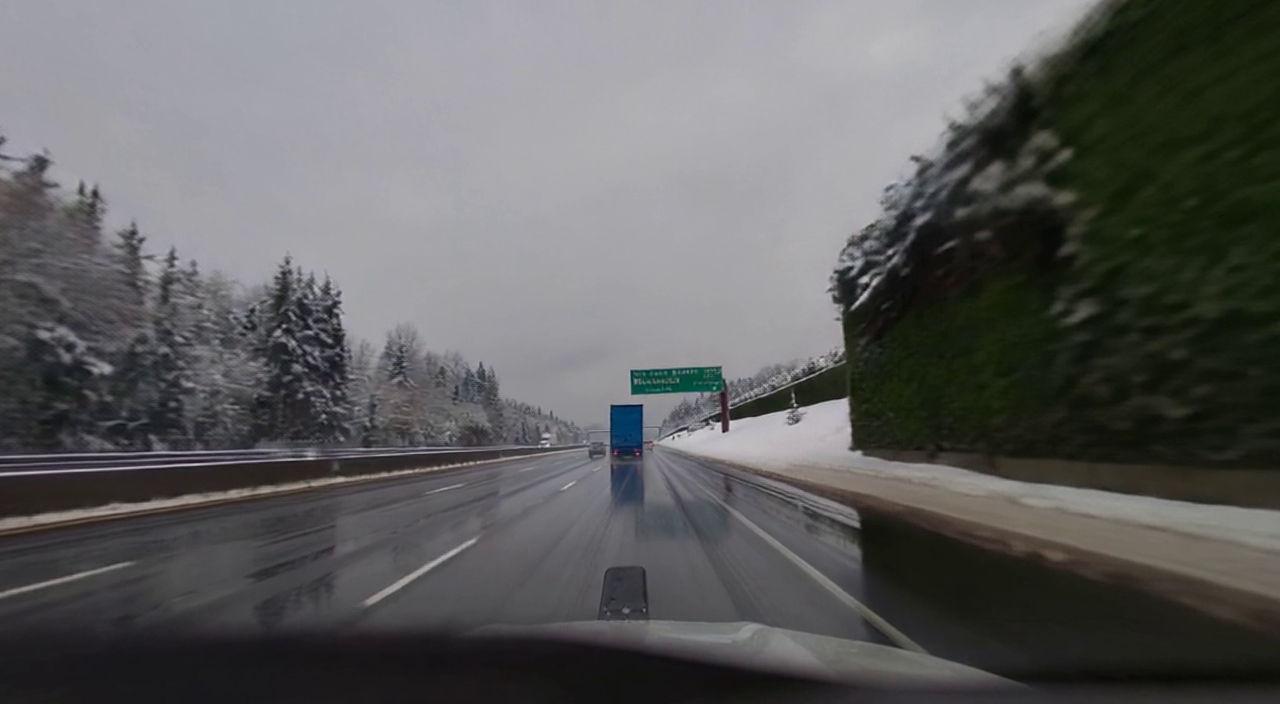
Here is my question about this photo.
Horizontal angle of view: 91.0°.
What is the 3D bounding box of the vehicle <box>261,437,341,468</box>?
[{"bbox_3d":[-19.222,5.720,35.938,2.012,1.642,4.573,0,-8,1],"label":"vehicle"}]
